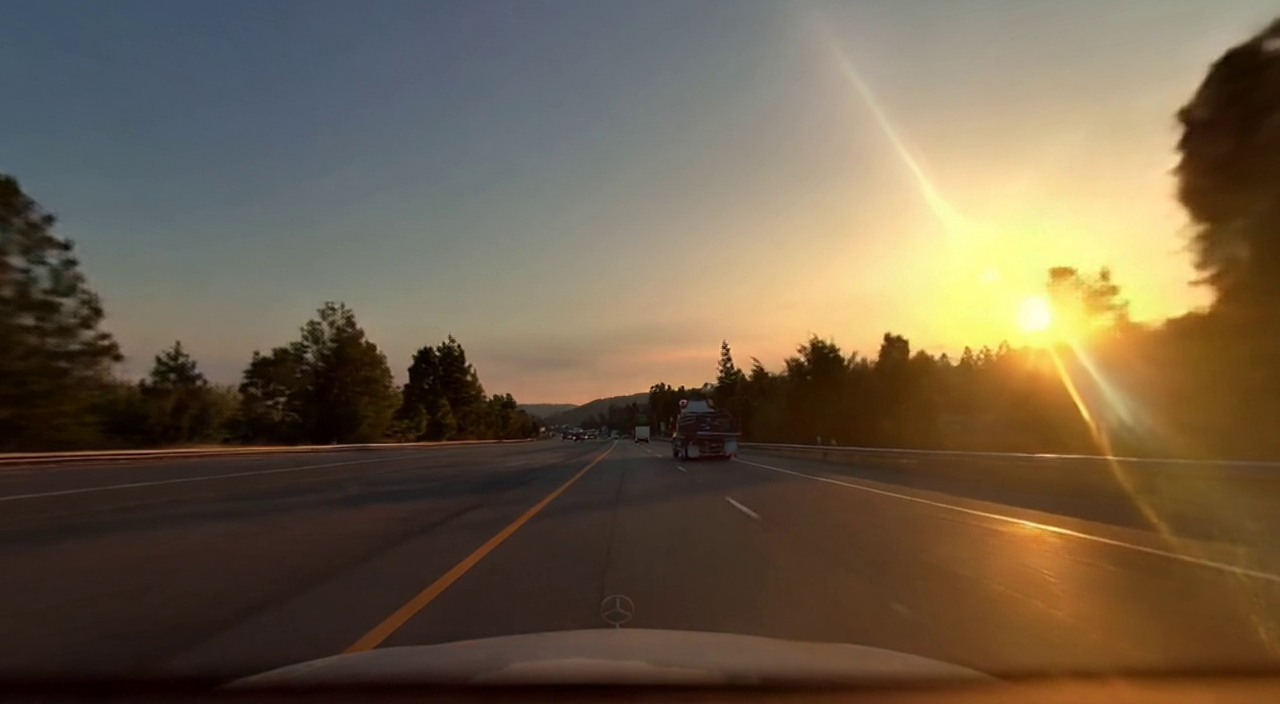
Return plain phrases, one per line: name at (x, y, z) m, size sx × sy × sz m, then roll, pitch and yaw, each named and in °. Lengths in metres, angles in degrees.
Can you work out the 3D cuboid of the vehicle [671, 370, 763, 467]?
vehicle at (3.435, 3.447, 31.354) m, size 2.911 × 3.994 × 10.840 m, roll 0°, pitch -8°, yaw -1°
